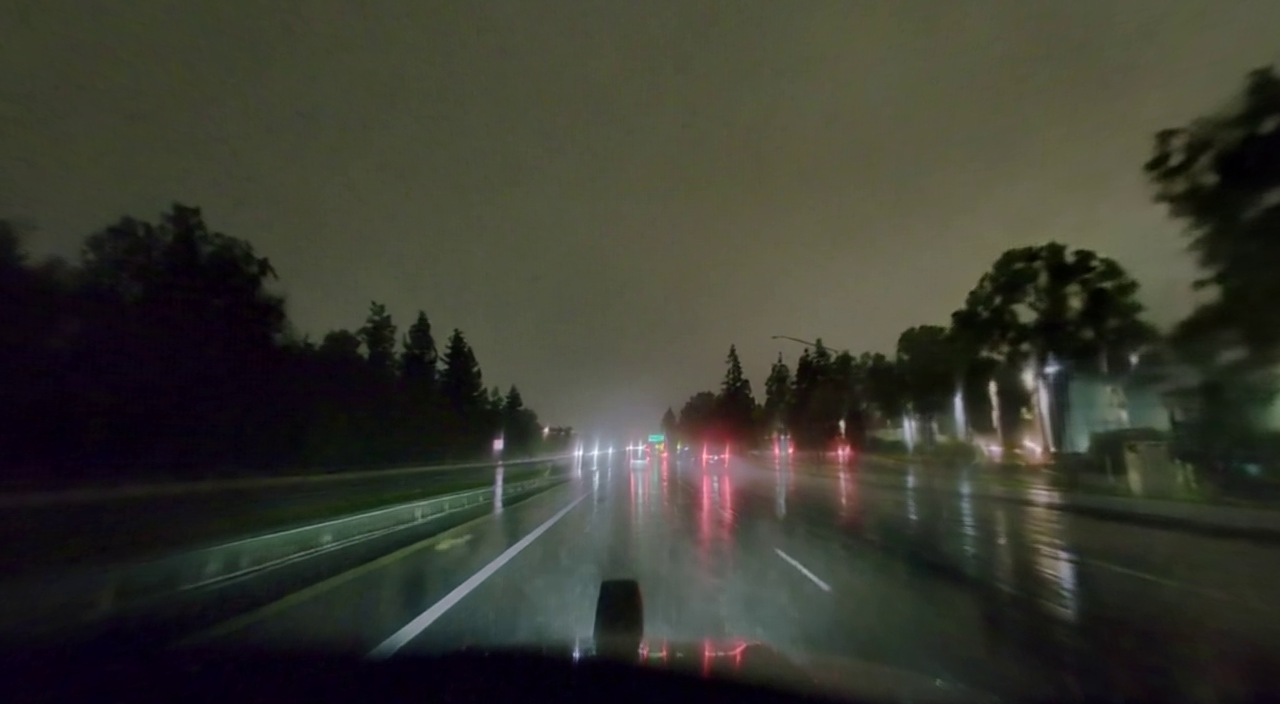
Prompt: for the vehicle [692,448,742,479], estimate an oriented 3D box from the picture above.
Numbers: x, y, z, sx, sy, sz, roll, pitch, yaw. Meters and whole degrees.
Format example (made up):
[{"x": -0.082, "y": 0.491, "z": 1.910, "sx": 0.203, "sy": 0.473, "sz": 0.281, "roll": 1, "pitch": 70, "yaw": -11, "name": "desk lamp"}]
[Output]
[{"x": 4.061, "y": 5.991, "z": 34.039, "sx": 2.115, "sy": 1.522, "sz": 4.330, "roll": 0, "pitch": -9, "yaw": -1, "name": "vehicle"}]
